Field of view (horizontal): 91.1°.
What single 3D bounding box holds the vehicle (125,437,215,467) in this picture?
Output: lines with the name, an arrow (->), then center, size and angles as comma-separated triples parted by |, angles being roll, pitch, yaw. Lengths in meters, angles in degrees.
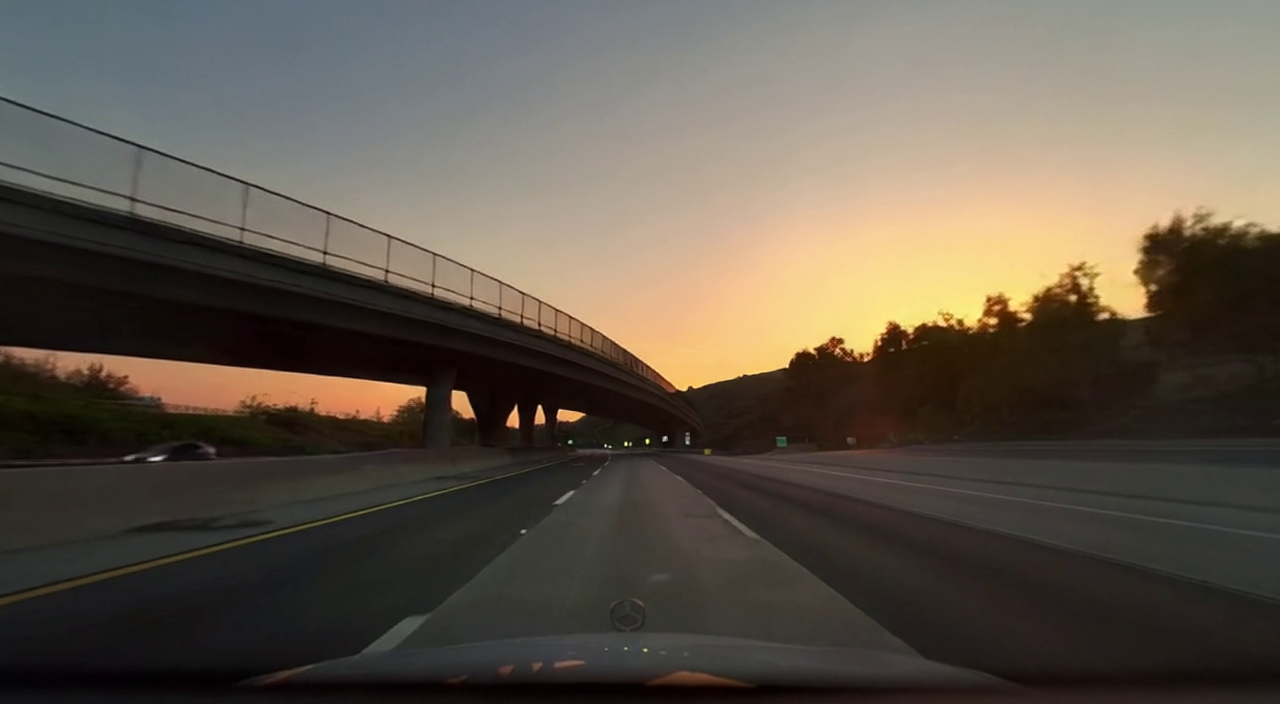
vehicle -> -29.344, 6.253, 39.420 | 1.985, 1.683, 4.834 | 0, -8, -1
